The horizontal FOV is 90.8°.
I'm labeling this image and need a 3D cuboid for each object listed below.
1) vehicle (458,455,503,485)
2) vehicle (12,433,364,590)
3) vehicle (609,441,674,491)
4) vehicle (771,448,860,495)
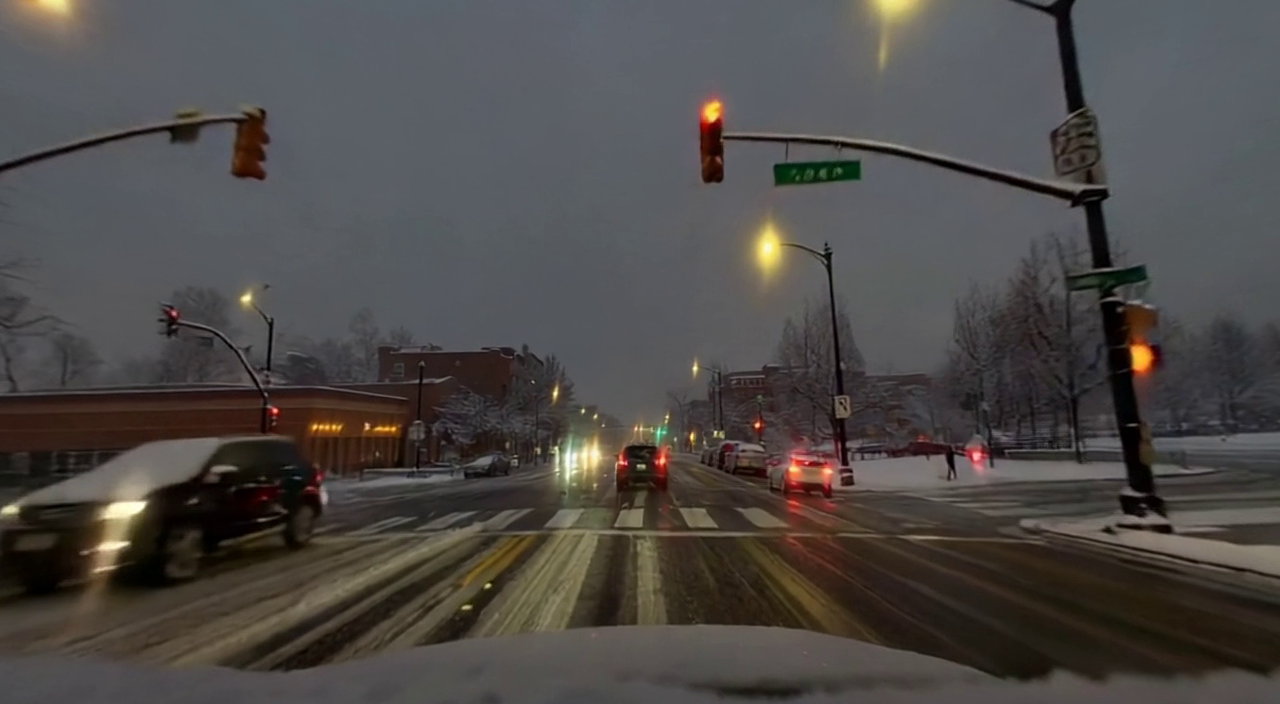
[{"bbox_3d":[-10.776,7.958,42.920,1.887,1.576,4.530,-4,-6,-1],"label":"vehicle"},{"bbox_3d":[-5.872,2.054,9.061,1.918,1.679,4.209,0,-8,0],"label":"vehicle"},{"bbox_3d":[0.047,3.982,22.404,2.086,1.575,4.205,0,-8,0],"label":"vehicle"},{"bbox_3d":[6.046,4.146,22.340,1.859,1.470,4.476,0,-8,0],"label":"vehicle"}]
